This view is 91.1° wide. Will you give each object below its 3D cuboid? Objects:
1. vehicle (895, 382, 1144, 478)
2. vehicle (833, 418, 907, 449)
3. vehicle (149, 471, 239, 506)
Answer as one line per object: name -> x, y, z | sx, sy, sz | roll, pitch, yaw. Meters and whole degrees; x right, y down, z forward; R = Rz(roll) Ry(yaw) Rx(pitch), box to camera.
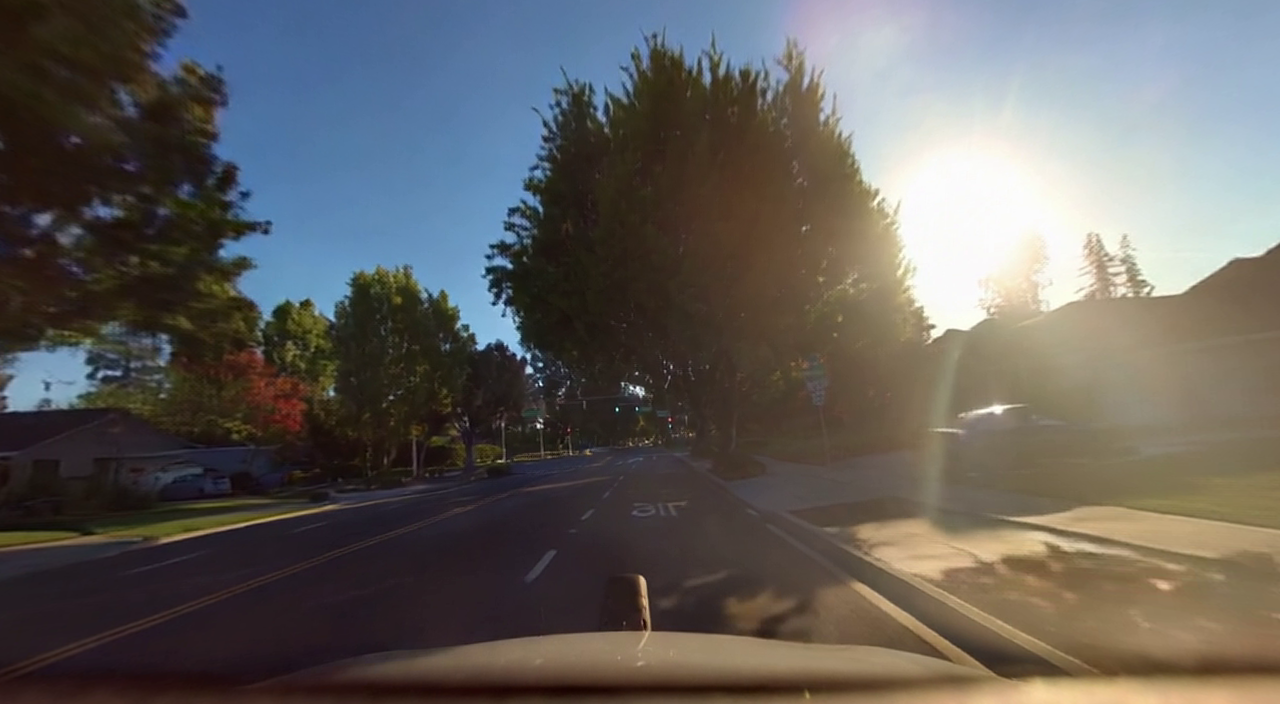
vehicle -> 8.235, 1.721, 13.724 | 4.636, 1.823, 1.997 | 2, -9, -18
vehicle -> 14.696, 5.250, 40.254 | 3.917, 1.454, 1.725 | -7, -8, 0
vehicle -> -22.423, 6.842, 31.745 | 1.847, 1.461, 3.659 | 0, -8, 0
